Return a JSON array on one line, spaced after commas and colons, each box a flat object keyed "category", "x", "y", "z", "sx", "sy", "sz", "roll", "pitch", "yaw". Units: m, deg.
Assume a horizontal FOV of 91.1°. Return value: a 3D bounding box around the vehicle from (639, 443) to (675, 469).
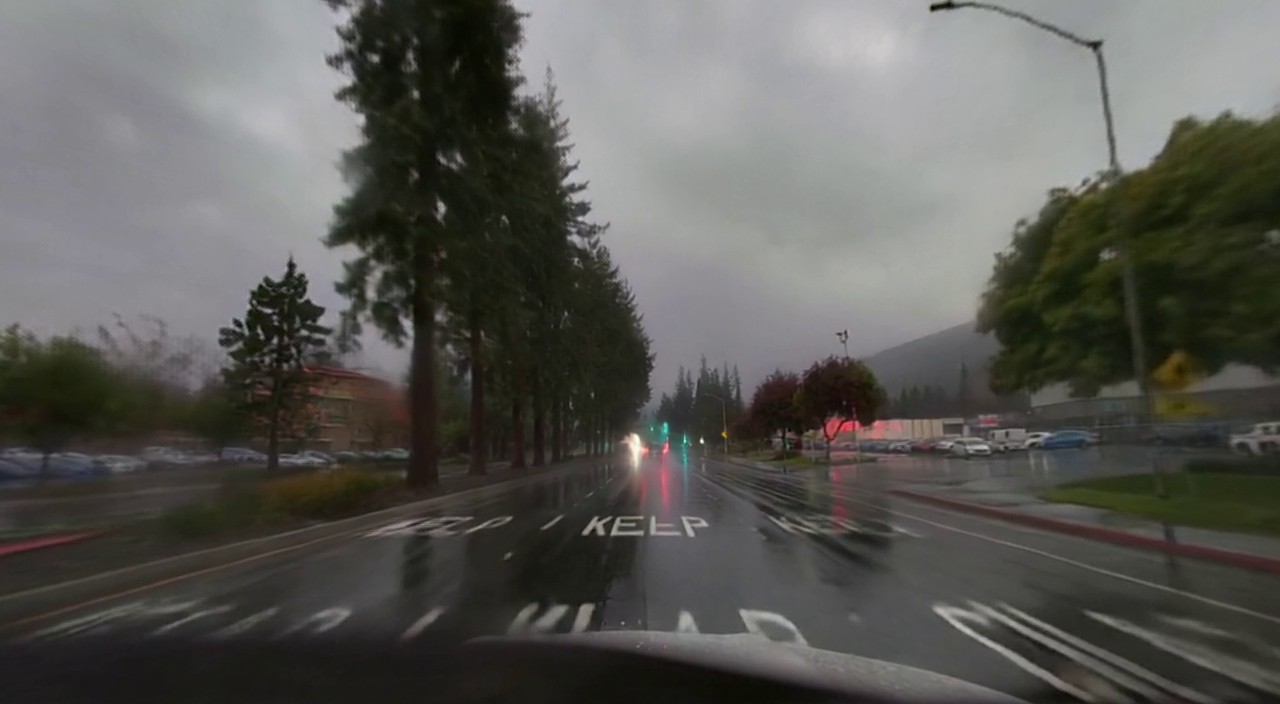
[{"category": "vehicle", "x": 1.052, "y": 6.594, "z": 40.002, "sx": 2.144, "sy": 1.505, "sz": 4.128, "roll": 0, "pitch": -9, "yaw": 0}]
